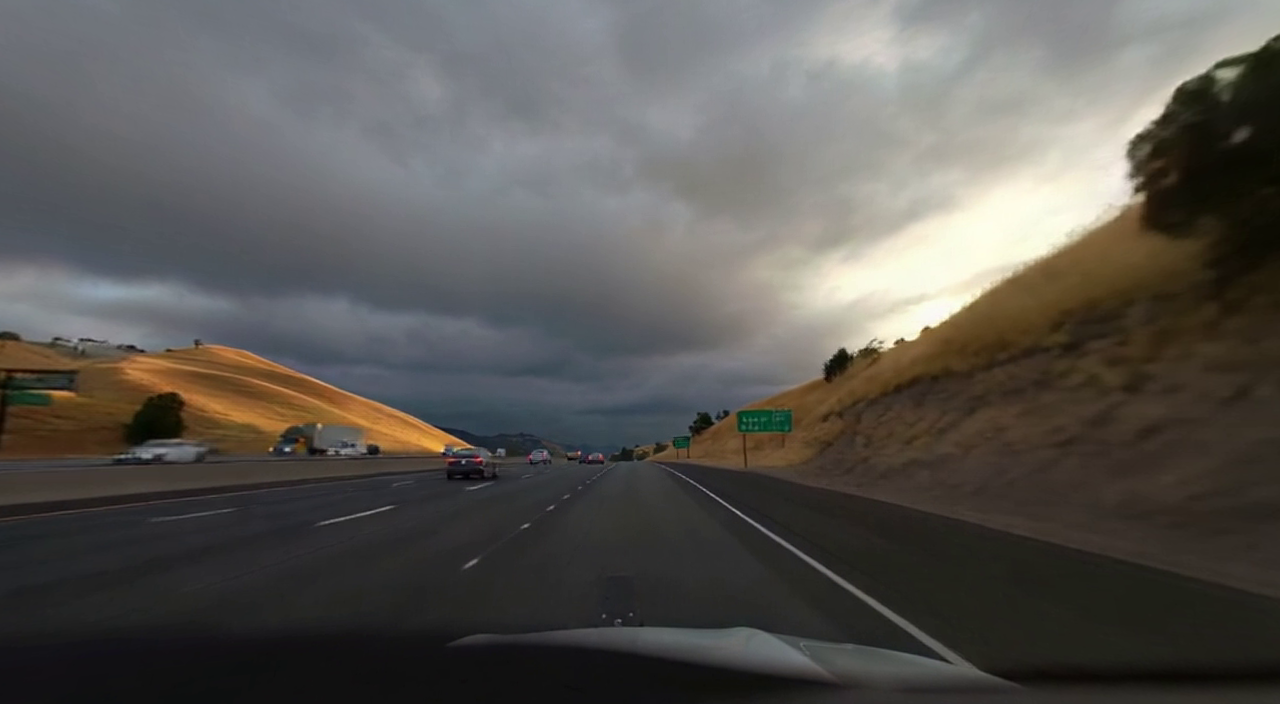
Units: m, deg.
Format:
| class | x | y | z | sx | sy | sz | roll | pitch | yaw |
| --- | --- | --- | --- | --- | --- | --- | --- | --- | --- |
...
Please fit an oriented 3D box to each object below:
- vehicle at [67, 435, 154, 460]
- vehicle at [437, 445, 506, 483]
| class | x | y | z | sx | sy | sz | roll | pitch | yaw |
| --- | --- | --- | --- | --- | --- | --- | --- | --- | --- |
| vehicle | -33.668 | 6.108 | 40.224 | 1.878 | 1.518 | 4.427 | 1 | -9 | -3 |
| vehicle | -7.709 | 5.172 | 29.299 | 2.045 | 1.624 | 4.338 | 0 | -9 | -1 |
